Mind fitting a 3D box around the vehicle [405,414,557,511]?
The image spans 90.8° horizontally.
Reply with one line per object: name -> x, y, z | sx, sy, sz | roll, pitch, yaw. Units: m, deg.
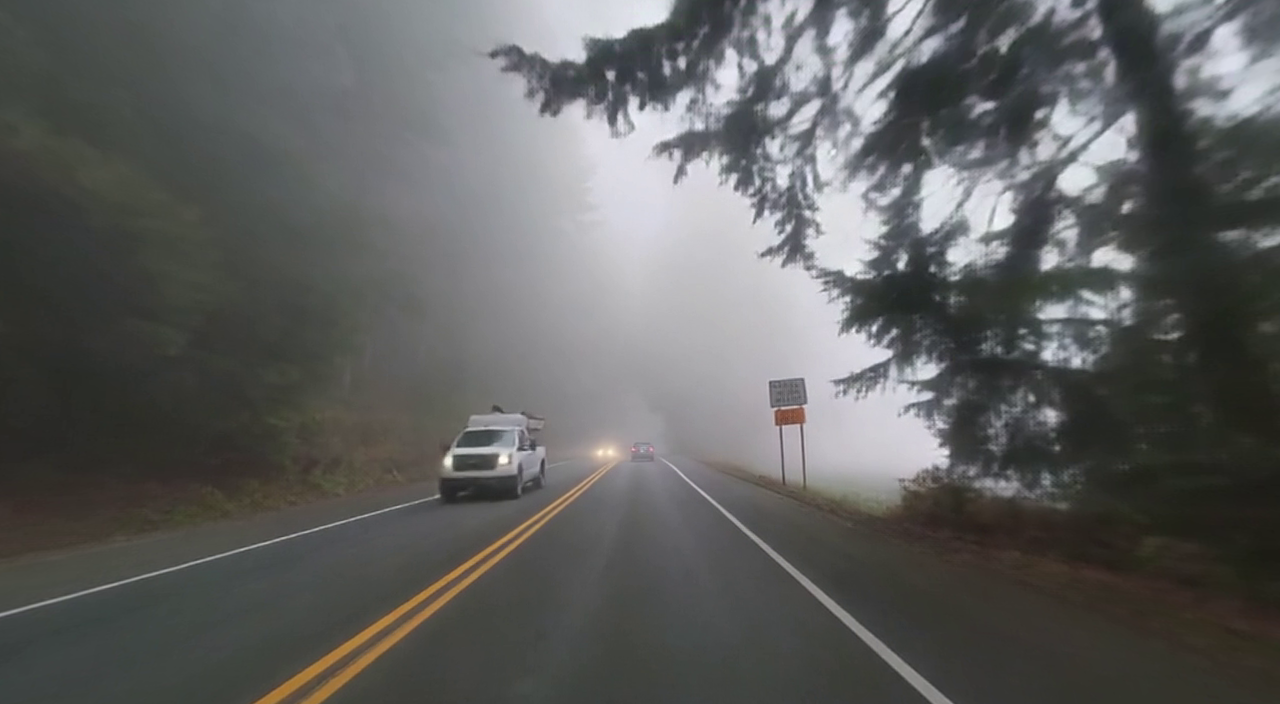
vehicle -> -3.885, 2.870, 16.847 | 2.441, 2.113, 5.738 | 0, -9, 1

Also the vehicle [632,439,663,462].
vehicle -> 0.479, 6.841, 43.777 | 2.067, 1.486, 3.861 | 0, -9, 0
